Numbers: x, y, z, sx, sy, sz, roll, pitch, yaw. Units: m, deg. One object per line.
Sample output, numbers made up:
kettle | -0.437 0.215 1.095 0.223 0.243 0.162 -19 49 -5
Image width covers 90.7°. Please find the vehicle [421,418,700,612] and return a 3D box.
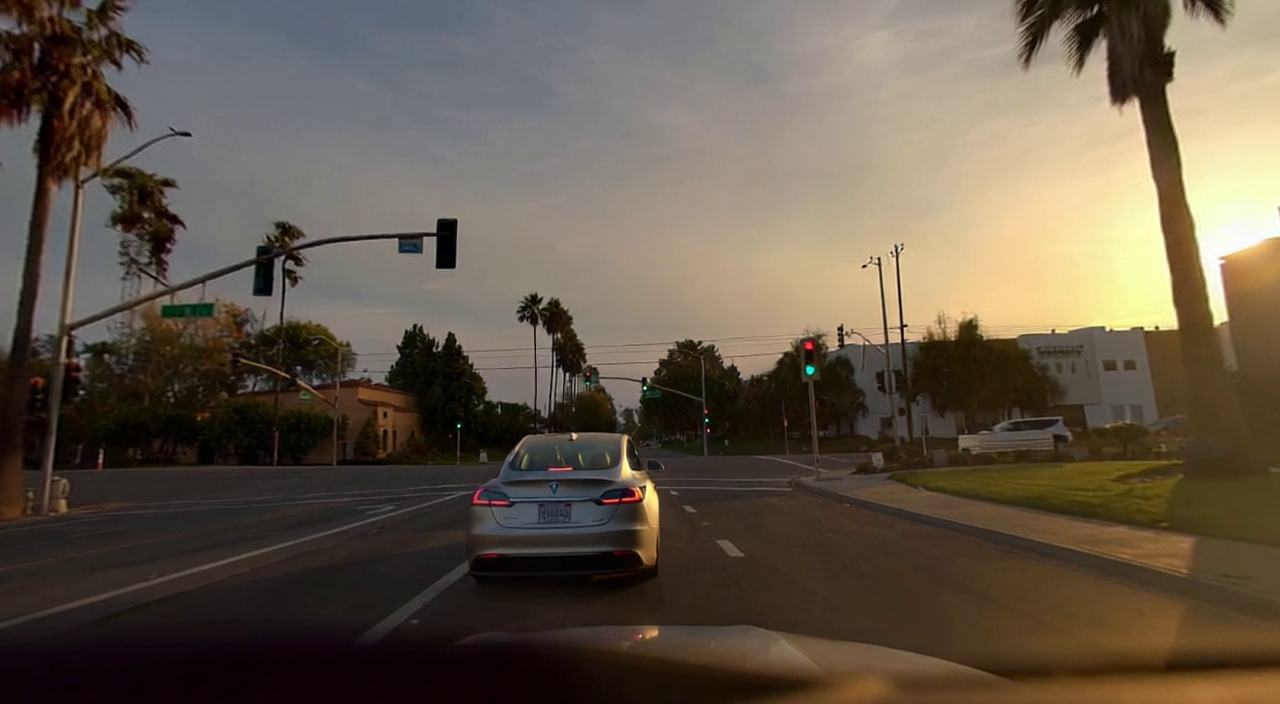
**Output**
vehicle | -0.629 1.578 7.080 2.152 1.478 4.229 0 -8 0
